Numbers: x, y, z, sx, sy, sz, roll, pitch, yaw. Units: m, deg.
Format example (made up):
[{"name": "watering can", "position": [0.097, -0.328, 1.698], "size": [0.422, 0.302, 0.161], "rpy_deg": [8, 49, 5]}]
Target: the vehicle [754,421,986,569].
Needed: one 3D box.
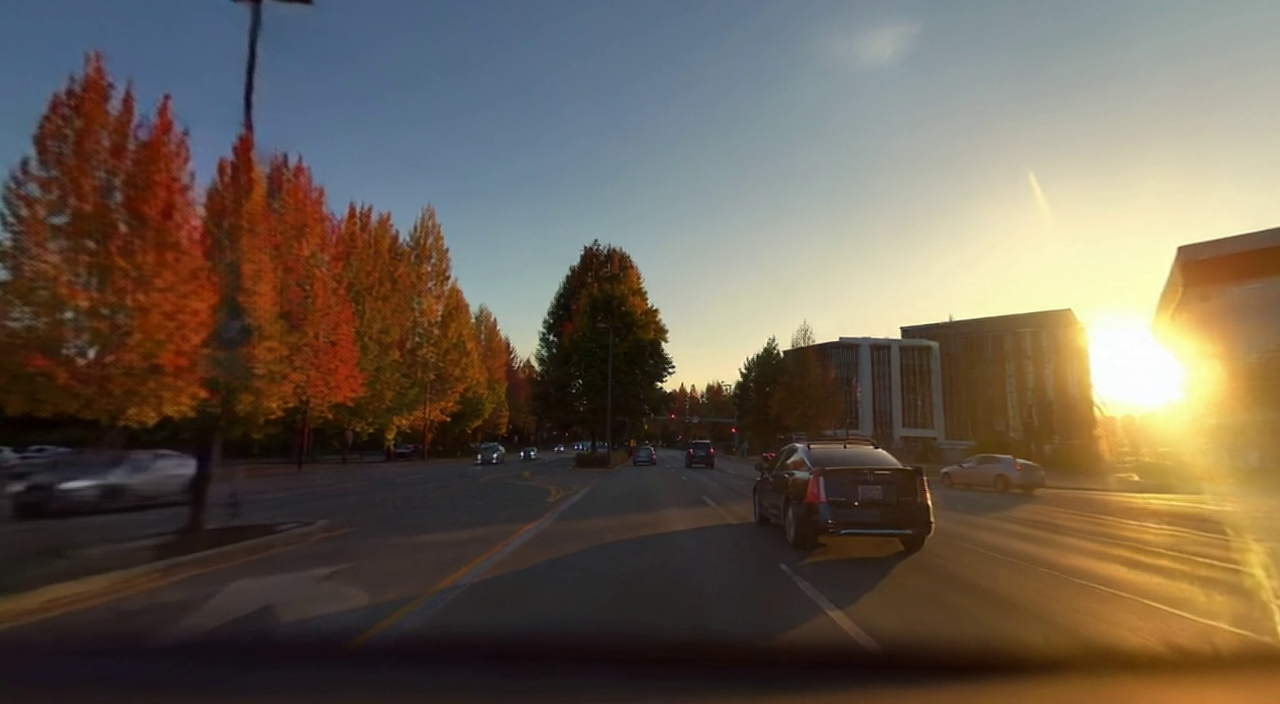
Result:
[{"name": "vehicle", "position": [2.981, 1.923, 9.191], "size": [1.901, 1.634, 3.896], "rpy_deg": [1, -8, 0]}]

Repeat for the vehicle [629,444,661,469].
[{"name": "vehicle", "position": [0.264, 6.734, 40.760], "size": [1.991, 1.477, 3.814], "rpy_deg": [0, -8, -1]}]

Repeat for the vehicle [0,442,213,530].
[{"name": "vehicle", "position": [-11.561, 2.623, 13.063], "size": [2.055, 1.479, 4.693], "rpy_deg": [0, -8, 1]}]

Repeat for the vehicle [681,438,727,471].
[{"name": "vehicle", "position": [3.777, 6.157, 38.003], "size": [2.154, 1.844, 4.634], "rpy_deg": [0, -8, -1]}]

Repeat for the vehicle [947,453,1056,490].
[{"name": "vehicle", "position": [17.550, 5.795, 30.836], "size": [4.398, 1.634, 2.031], "rpy_deg": [-4, -9, 27]}]
